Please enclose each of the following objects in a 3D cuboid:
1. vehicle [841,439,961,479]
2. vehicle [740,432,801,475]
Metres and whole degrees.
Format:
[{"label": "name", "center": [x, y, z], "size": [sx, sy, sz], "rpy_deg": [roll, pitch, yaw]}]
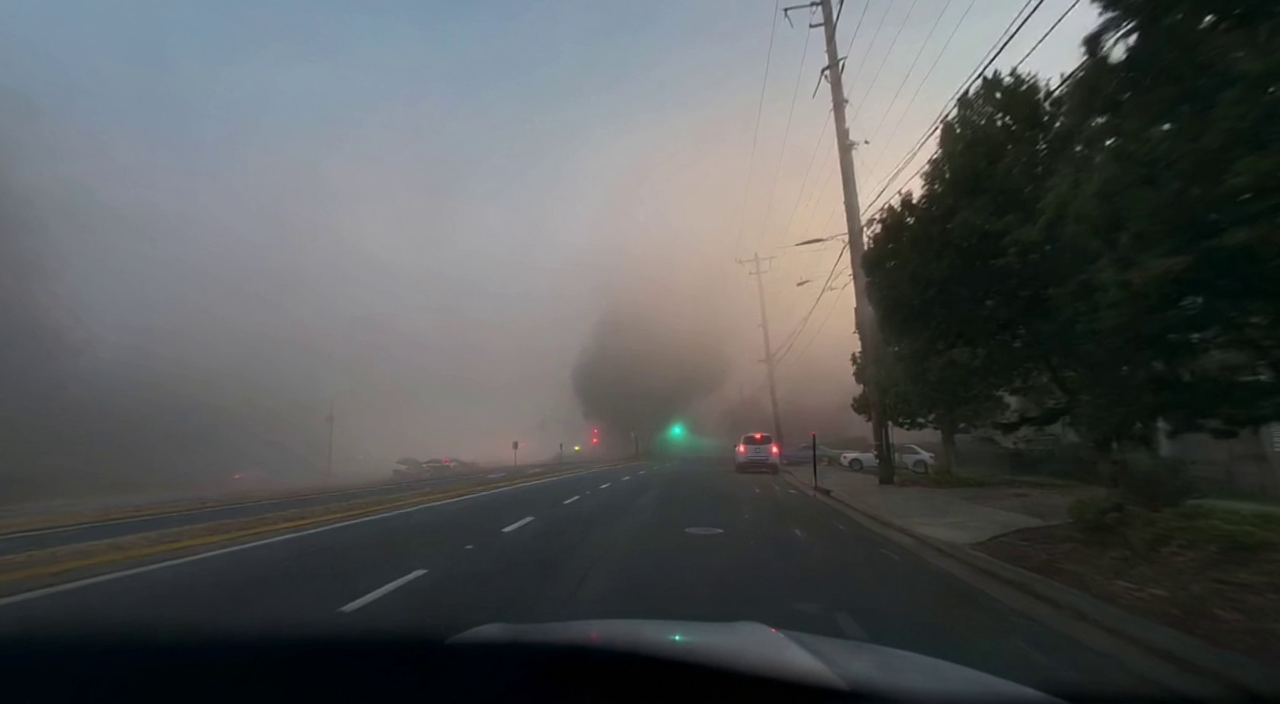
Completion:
[{"label": "vehicle", "center": [11.872, 4.881, 29.088], "size": [2.038, 1.680, 4.660], "rpy_deg": [6, -10, -34]}, {"label": "vehicle", "center": [5.982, 4.710, 29.593], "size": [2.359, 1.817, 4.985], "rpy_deg": [-1, -8, 6]}]
